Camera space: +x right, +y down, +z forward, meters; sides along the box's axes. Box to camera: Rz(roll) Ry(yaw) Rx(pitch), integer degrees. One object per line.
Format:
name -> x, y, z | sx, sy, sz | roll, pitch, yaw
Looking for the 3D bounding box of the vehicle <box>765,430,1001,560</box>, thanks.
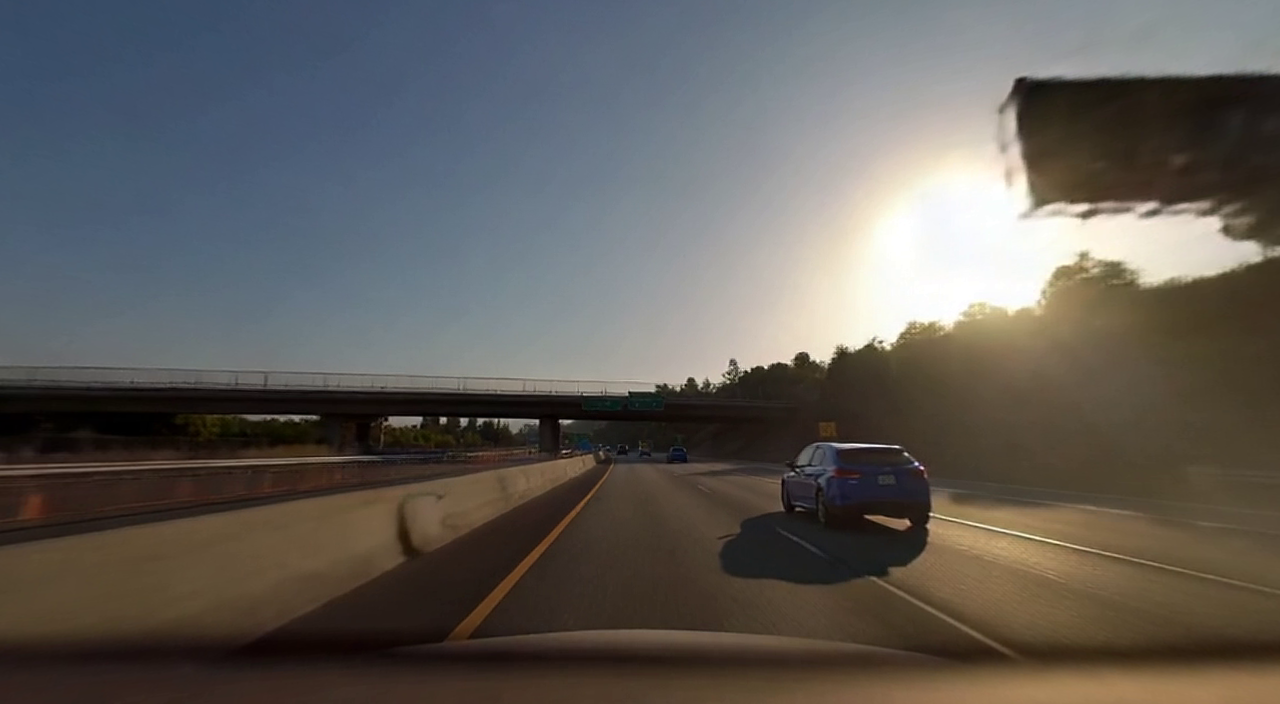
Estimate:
vehicle -> 3.485, 2.135, 10.067 | 2.002, 1.604, 4.265 | 0, -9, -1
